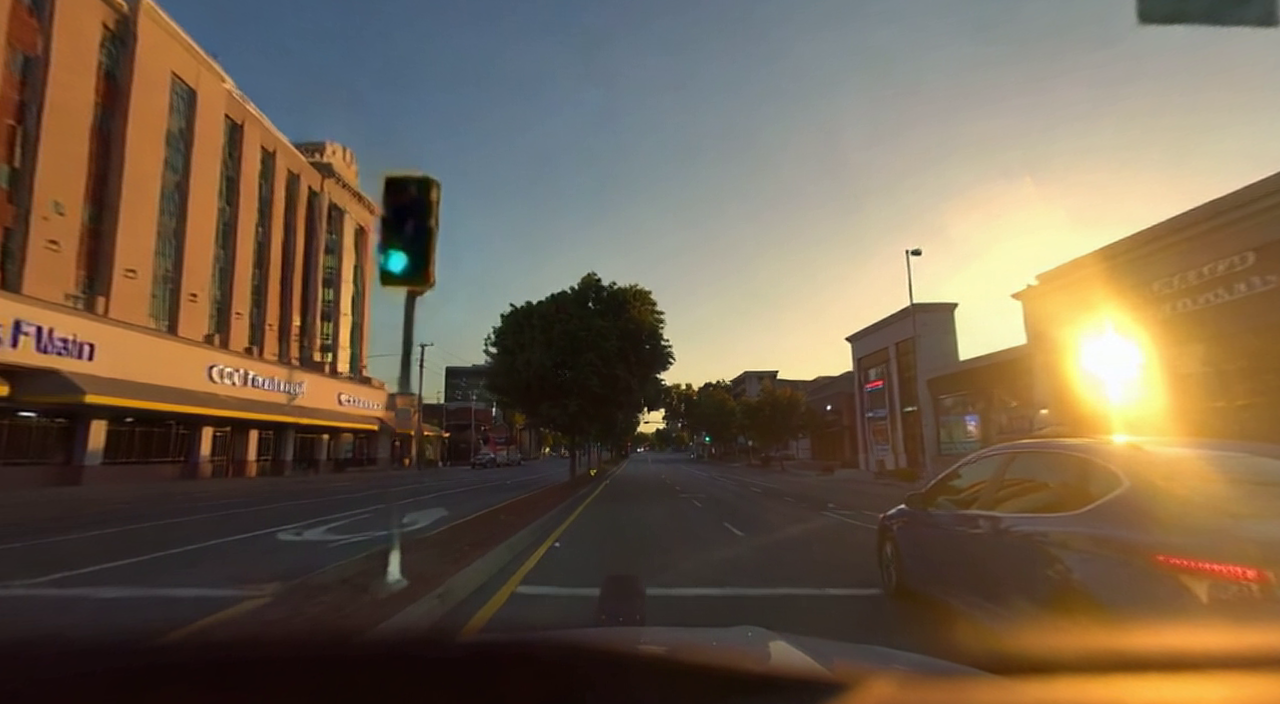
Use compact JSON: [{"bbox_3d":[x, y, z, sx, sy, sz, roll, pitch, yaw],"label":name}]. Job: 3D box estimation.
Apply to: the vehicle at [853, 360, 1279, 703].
[{"bbox_3d":[3.160,1.077,3.657,2.015,1.641,4.995,0,-8,-1],"label":"vehicle"}]
